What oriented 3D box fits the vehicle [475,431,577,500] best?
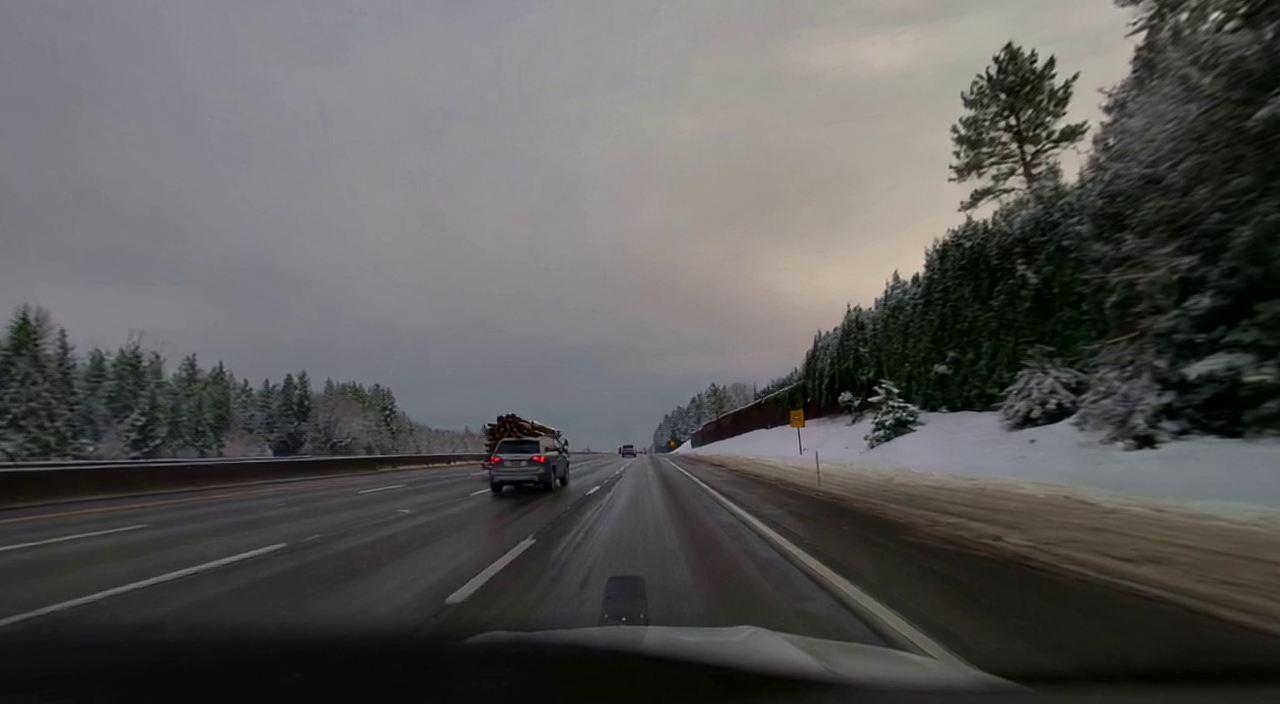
[{"bbox_3d":[-3.196,3.286,18.687,2.114,1.787,4.365,0,-8,1],"label":"vehicle"}]
